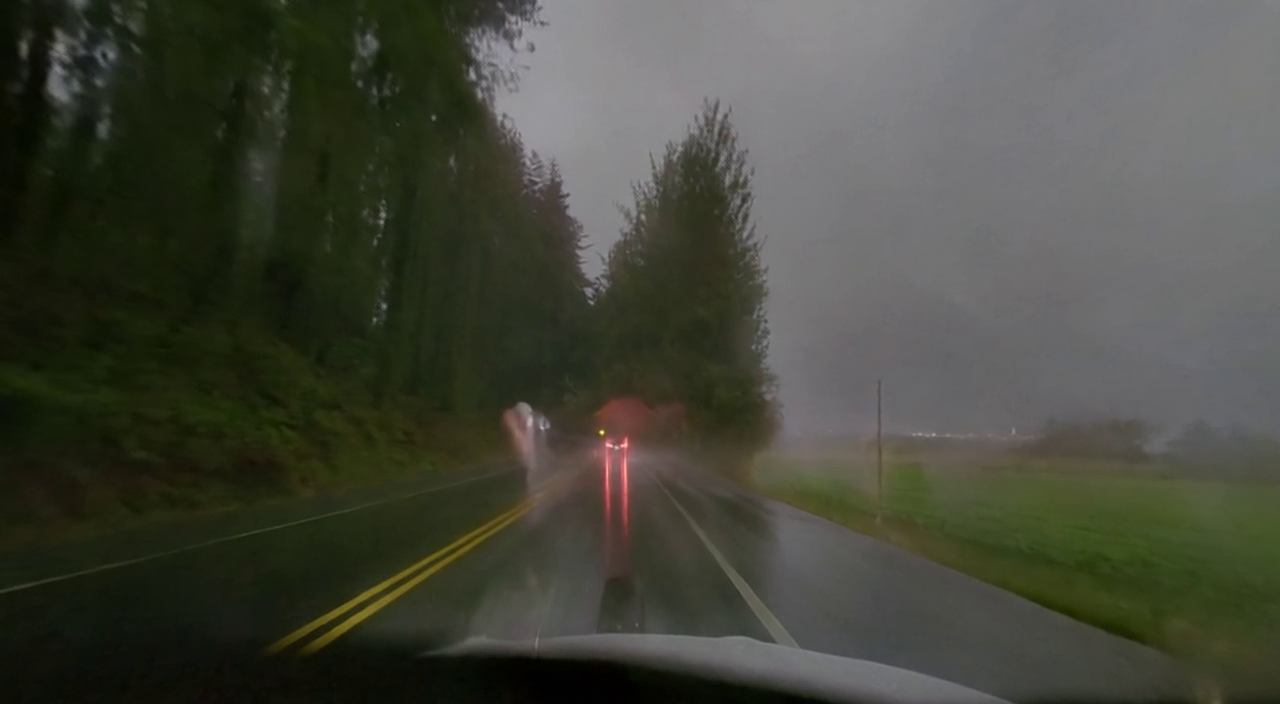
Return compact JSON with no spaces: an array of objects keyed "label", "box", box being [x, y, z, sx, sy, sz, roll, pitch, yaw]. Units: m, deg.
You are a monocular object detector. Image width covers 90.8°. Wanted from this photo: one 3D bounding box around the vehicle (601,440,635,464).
[{"label":"vehicle","box":[-1.396,6.370,40.378,2.042,1.489,3.963,0,-8,-2]}]
